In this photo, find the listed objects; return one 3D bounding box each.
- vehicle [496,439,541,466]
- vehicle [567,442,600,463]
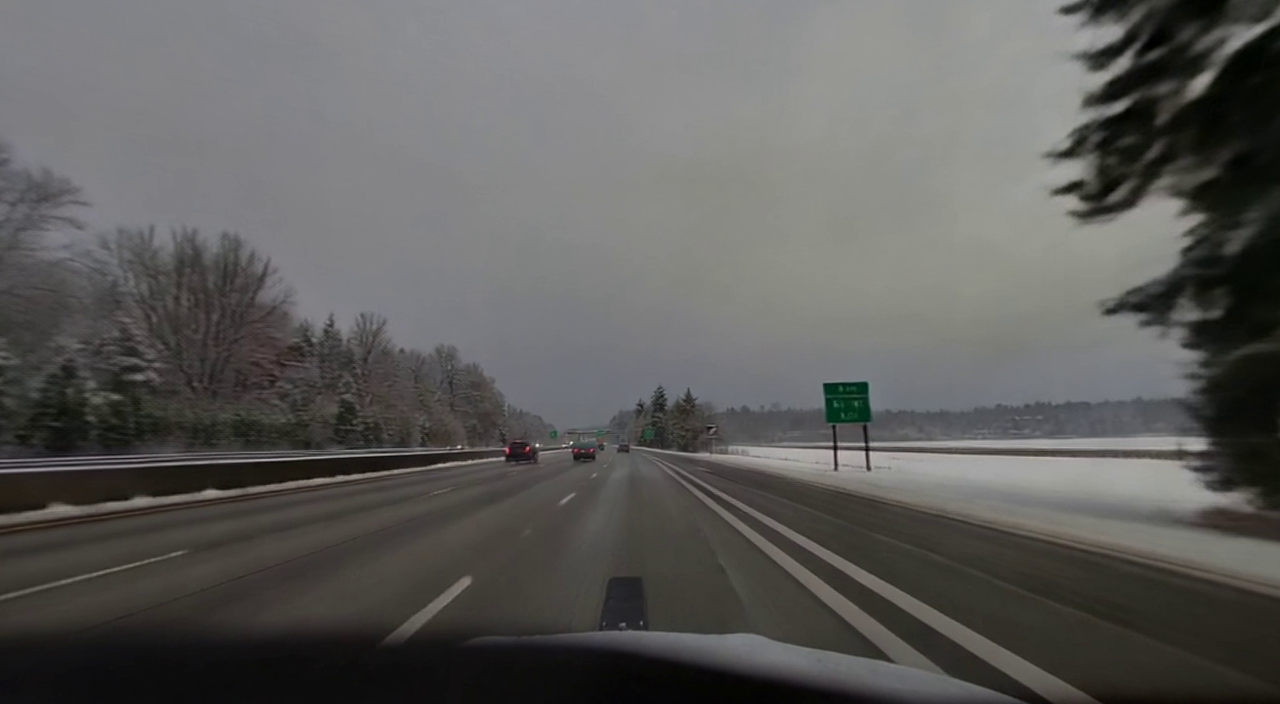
[{"bbox_3d":[-7.911,6.564,41.249,2.080,1.632,4.332,0,-8,-1],"label":"vehicle"},{"bbox_3d":[-4.106,7.400,46.323,2.075,1.516,4.212,0,-8,-1],"label":"vehicle"}]
